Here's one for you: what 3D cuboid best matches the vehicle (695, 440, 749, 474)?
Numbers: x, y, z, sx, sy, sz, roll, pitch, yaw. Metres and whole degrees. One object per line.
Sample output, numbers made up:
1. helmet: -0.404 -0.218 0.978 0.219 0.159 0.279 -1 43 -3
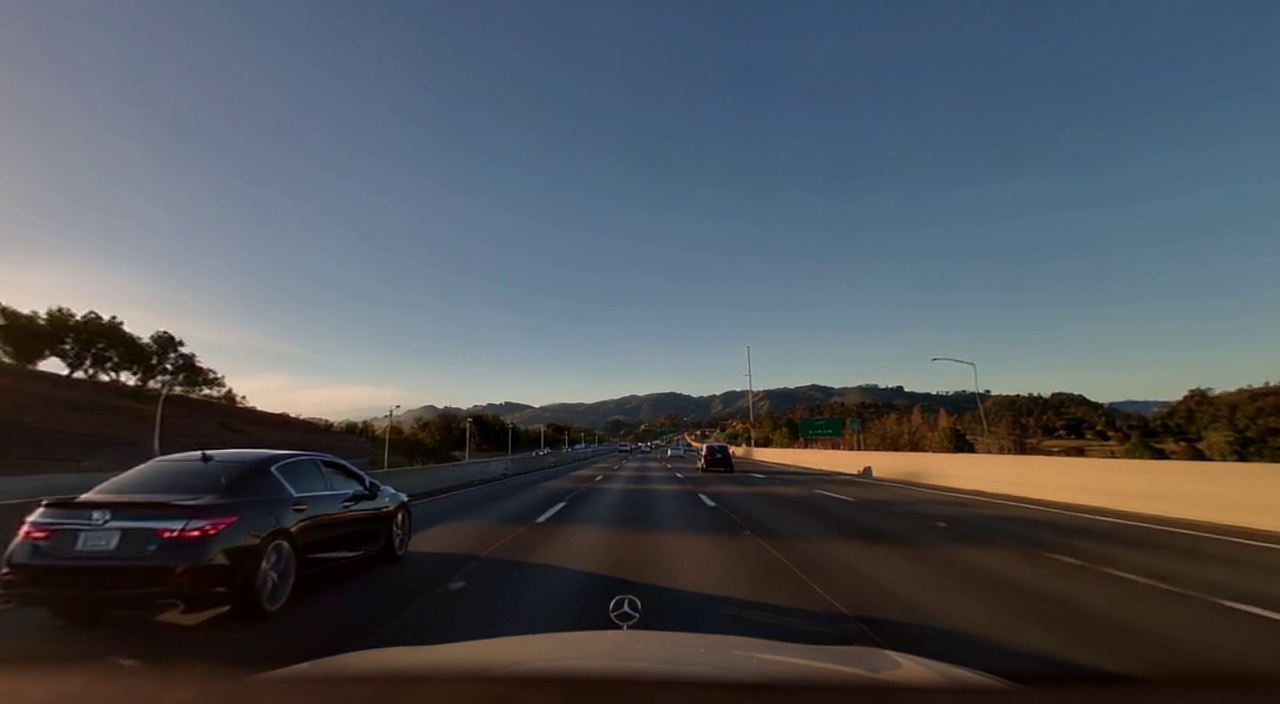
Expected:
1. vehicle: 3.783 4.950 29.925 1.916 1.469 4.481 0 -8 0
